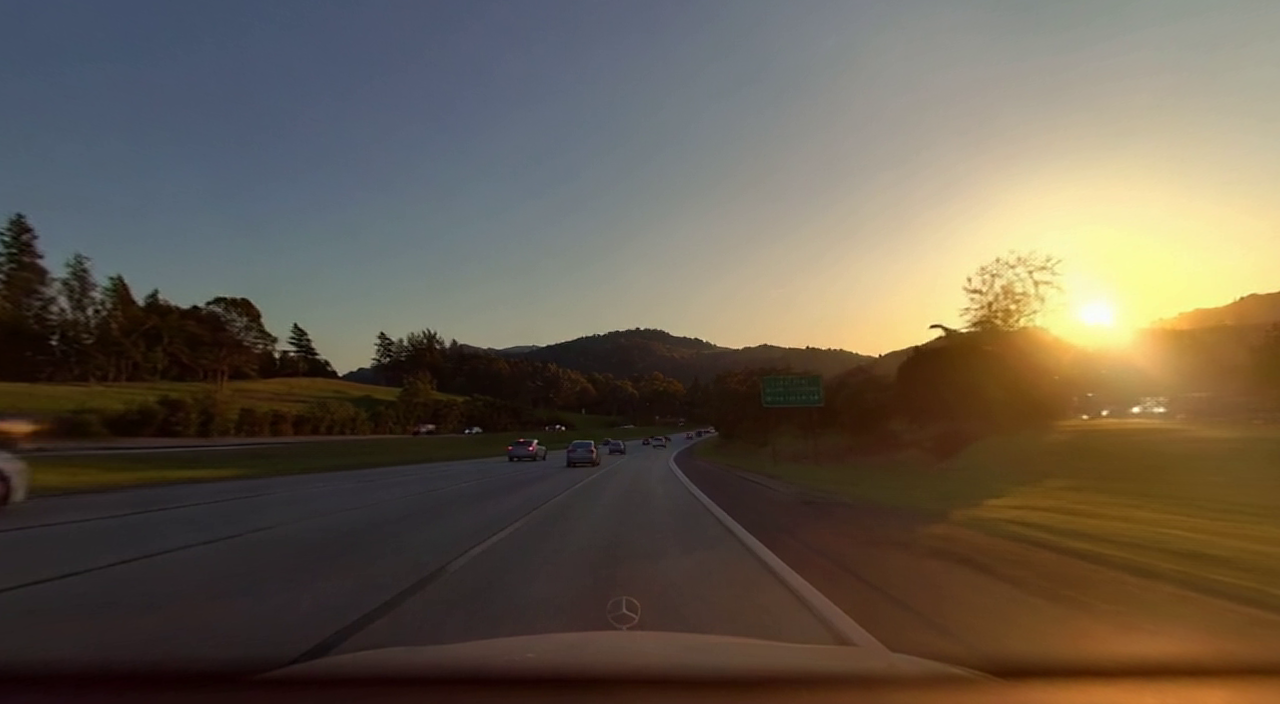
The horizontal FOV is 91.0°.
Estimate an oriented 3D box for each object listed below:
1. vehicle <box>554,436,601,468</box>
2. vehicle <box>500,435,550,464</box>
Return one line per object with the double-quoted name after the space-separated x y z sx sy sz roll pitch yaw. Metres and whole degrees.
-3.504 5.705 36.024 2.035 1.673 4.469 0 -9 2 "vehicle"
-7.094 6.110 39.385 2.108 1.686 4.556 0 -9 3 "vehicle"
